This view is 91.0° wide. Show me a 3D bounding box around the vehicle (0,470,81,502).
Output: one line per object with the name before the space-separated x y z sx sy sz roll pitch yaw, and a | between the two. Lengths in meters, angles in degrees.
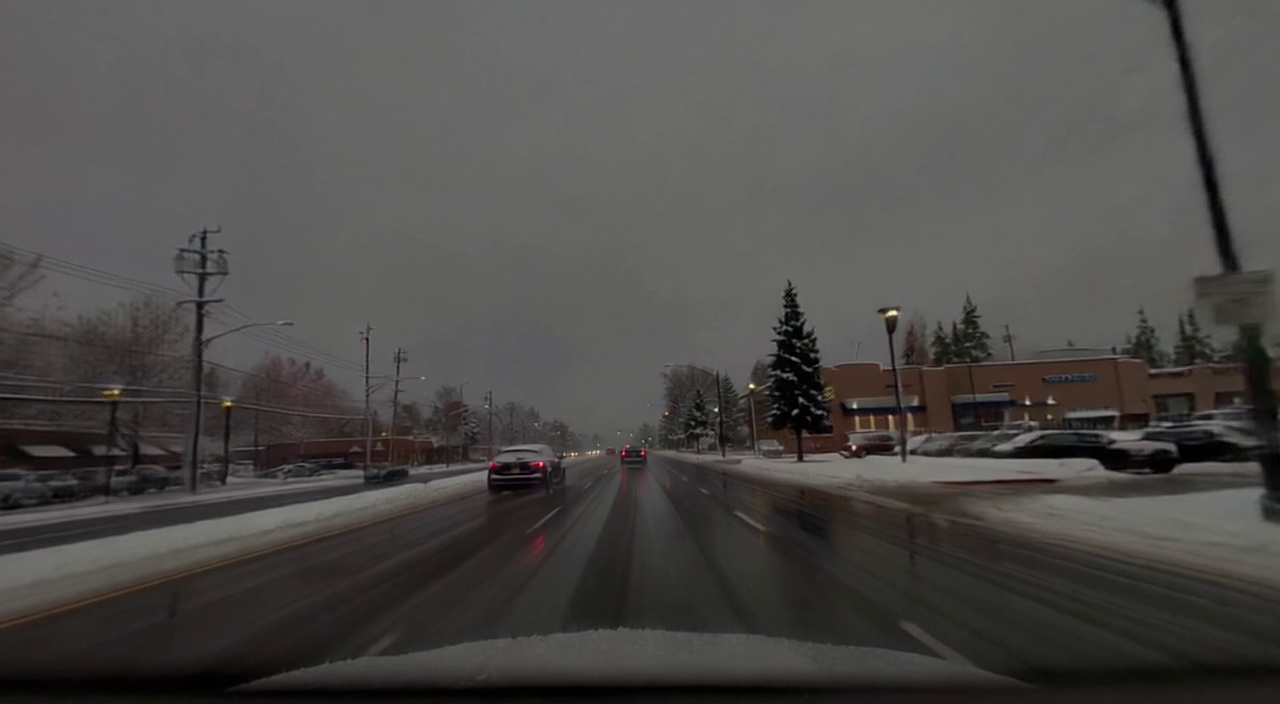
vehicle | -30.667 6.522 30.802 4.570 1.428 2.098 0 -9 0

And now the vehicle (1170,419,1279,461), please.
vehicle | 25.032 3.610 25.831 4.514 1.606 2.128 0 -9 1

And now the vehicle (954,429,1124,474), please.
vehicle | 14.069 3.525 22.446 4.630 1.497 2.016 0 -9 1

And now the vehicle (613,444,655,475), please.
vehicle | -0.306 5.402 31.953 2.019 1.459 4.005 0 -9 -1

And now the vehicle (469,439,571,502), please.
vehicle | -3.161 3.206 17.499 1.939 1.496 4.309 0 -9 0

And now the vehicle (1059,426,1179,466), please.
vehicle | 19.278 3.828 25.607 1.813 1.503 3.864 0 -9 0
